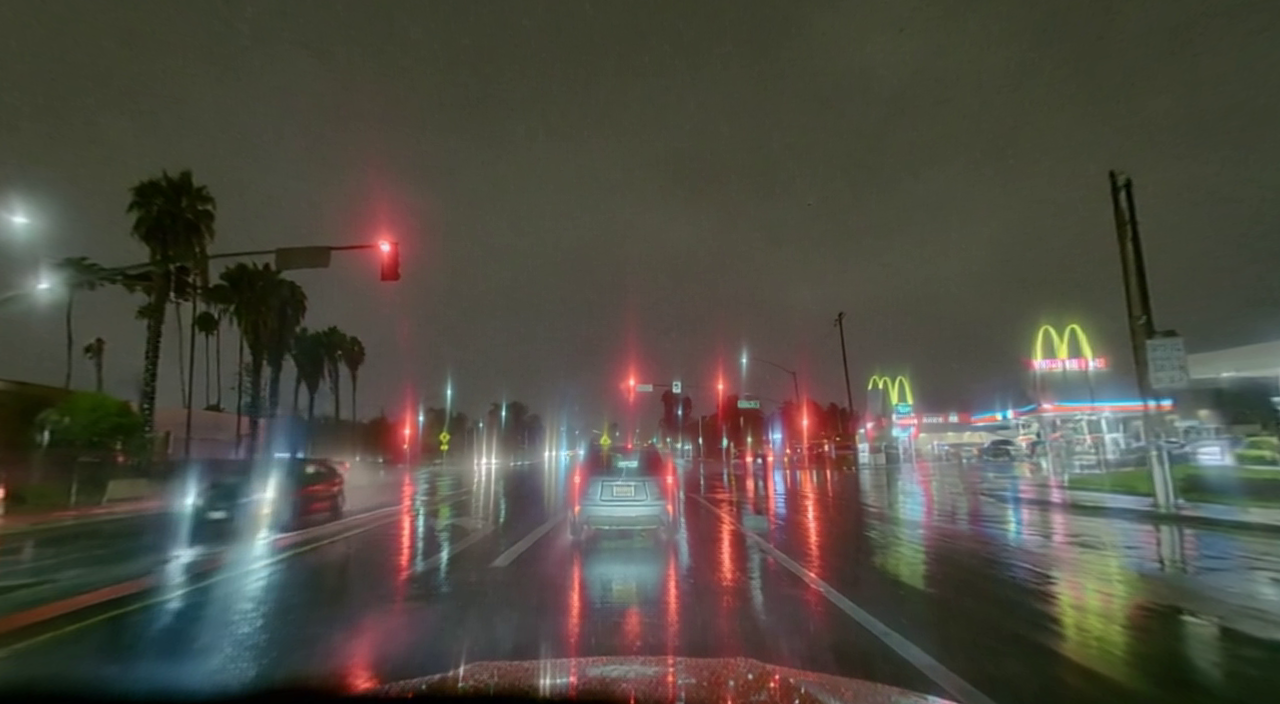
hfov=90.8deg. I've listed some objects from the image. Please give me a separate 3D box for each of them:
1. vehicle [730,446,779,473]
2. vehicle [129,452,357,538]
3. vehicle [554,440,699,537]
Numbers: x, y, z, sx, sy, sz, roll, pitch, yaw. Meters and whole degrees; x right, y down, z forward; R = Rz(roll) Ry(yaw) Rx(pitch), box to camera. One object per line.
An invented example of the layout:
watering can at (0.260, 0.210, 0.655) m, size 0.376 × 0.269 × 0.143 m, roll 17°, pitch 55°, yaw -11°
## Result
vehicle at (6.757, 6.371, 37.714) m, size 2.017 × 1.491 × 4.420 m, roll 0°, pitch -8°, yaw -1°
vehicle at (-8.173, 2.937, 13.702) m, size 1.904 × 1.450 × 4.689 m, roll 0°, pitch -8°, yaw 0°
vehicle at (-0.257, 2.477, 12.217) m, size 2.270 × 1.475 × 4.571 m, roll 0°, pitch -8°, yaw -1°
